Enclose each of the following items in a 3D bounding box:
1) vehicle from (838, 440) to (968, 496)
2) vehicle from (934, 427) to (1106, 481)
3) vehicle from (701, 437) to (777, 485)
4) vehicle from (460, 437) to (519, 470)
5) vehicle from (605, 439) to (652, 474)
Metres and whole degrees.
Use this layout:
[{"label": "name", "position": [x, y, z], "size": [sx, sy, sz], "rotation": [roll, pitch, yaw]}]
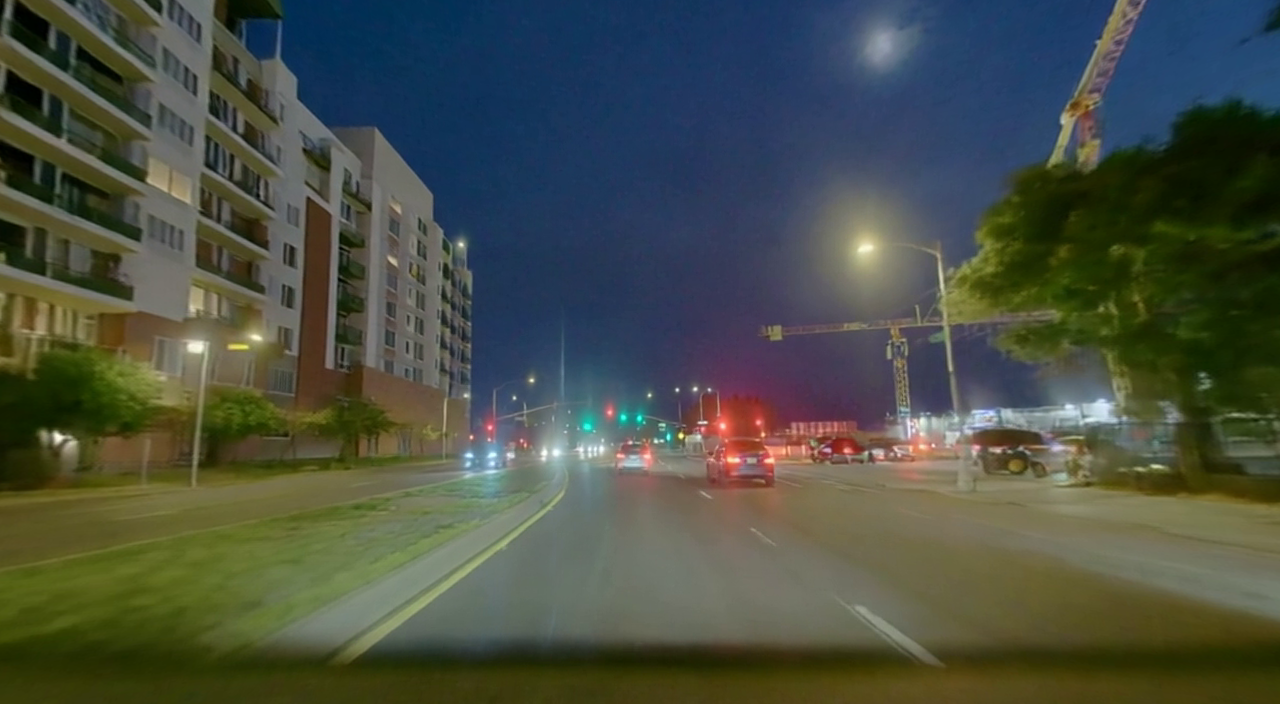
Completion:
[{"label": "vehicle", "position": [7.559, 3.362, 18.738], "size": [1.883, 1.452, 4.598], "rotation": [0, -9, 0]}, {"label": "vehicle", "position": [13.041, 3.528, 21.912], "size": [4.622, 1.761, 1.986], "rotation": [0, -9, 0]}, {"label": "vehicle", "position": [3.288, 3.719, 21.849], "size": [1.910, 1.474, 4.003], "rotation": [0, -9, -1]}, {"label": "vehicle", "position": [-8.140, 5.533, 34.635], "size": [2.072, 1.623, 4.564], "rotation": [0, -8, 0]}, {"label": "vehicle", "position": [-0.490, 4.755, 28.873], "size": [2.006, 1.487, 3.535], "rotation": [0, -9, 0]}]
